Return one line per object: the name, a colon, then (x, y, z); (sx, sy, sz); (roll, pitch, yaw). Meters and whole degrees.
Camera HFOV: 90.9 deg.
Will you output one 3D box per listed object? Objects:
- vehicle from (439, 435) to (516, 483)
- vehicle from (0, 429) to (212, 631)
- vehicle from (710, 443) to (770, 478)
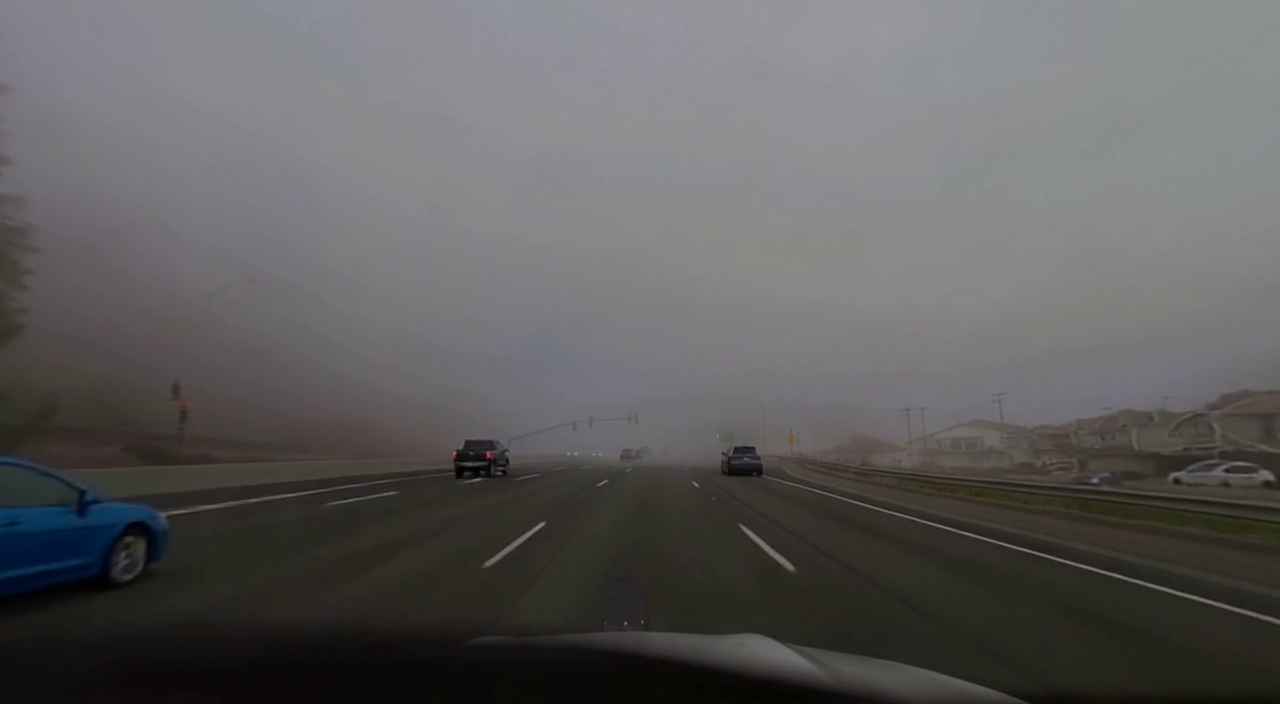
vehicle: (-6.764, 4.525, 26.858); (2.122, 1.847, 4.696); (0, -8, -2)
vehicle: (-5.694, 1.331, 4.773); (1.948, 1.475, 4.461); (0, -8, -3)
vehicle: (4.480, 4.918, 28.836); (2.100, 1.472, 4.533); (0, -8, 2)
